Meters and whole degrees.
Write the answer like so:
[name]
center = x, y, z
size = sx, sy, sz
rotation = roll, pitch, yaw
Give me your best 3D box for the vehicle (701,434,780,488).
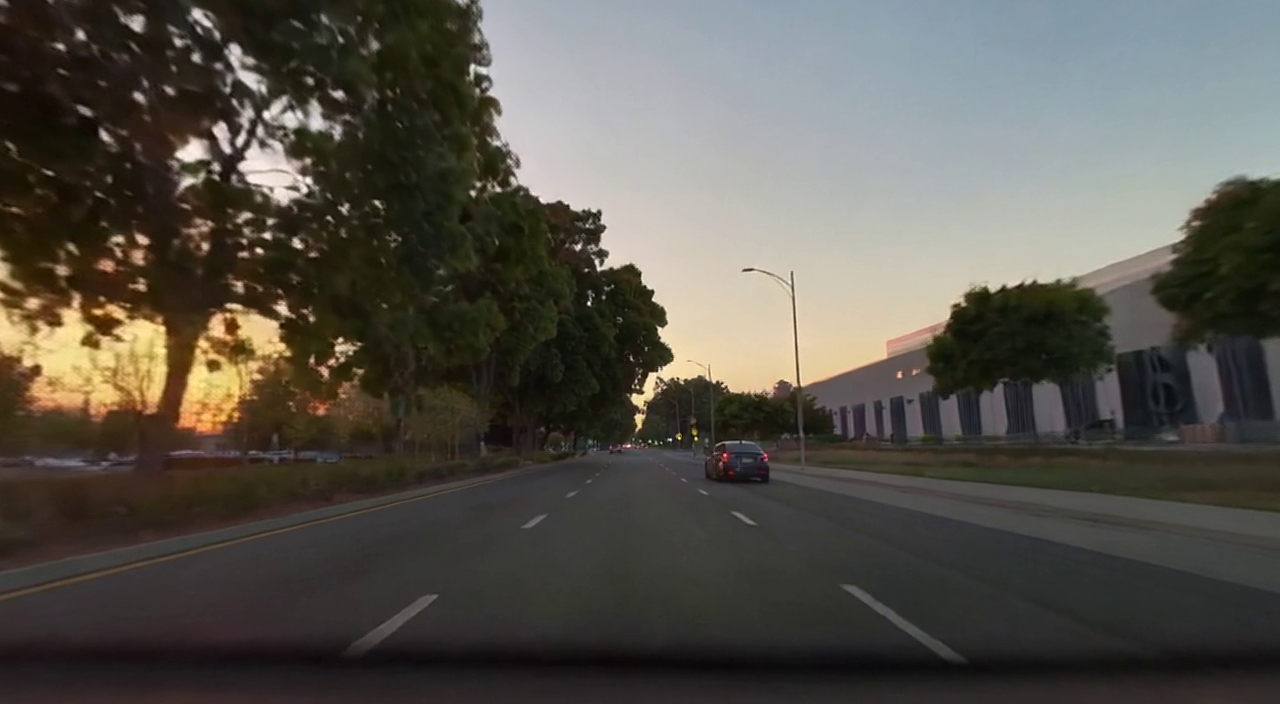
[vehicle]
center = 3.503, 3.894, 22.832
size = 2.083, 1.743, 4.354
rotation = 0, -9, -1
